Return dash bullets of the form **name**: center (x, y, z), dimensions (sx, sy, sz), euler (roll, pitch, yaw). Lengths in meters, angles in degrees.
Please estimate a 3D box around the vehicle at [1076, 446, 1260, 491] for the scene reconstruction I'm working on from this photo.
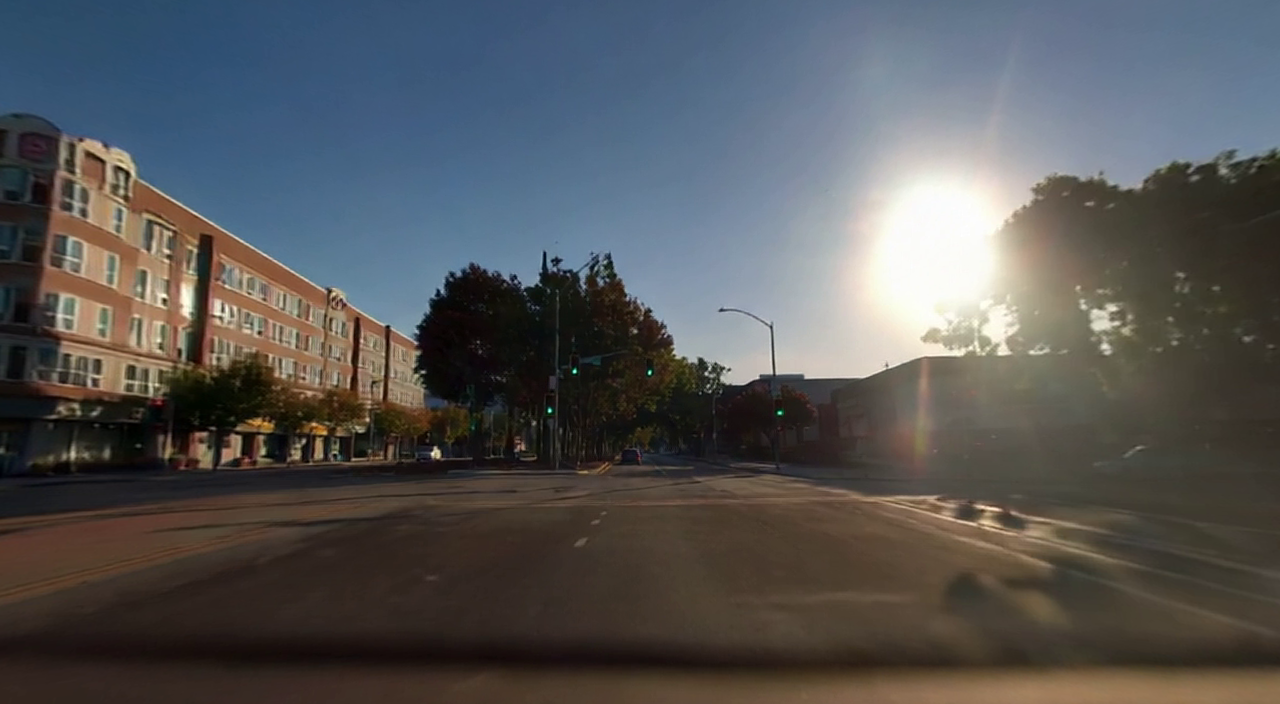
- **vehicle**: center (17.800, 3.935, 21.380), dimensions (4.583, 1.426, 1.892), euler (0, -9, -2)
